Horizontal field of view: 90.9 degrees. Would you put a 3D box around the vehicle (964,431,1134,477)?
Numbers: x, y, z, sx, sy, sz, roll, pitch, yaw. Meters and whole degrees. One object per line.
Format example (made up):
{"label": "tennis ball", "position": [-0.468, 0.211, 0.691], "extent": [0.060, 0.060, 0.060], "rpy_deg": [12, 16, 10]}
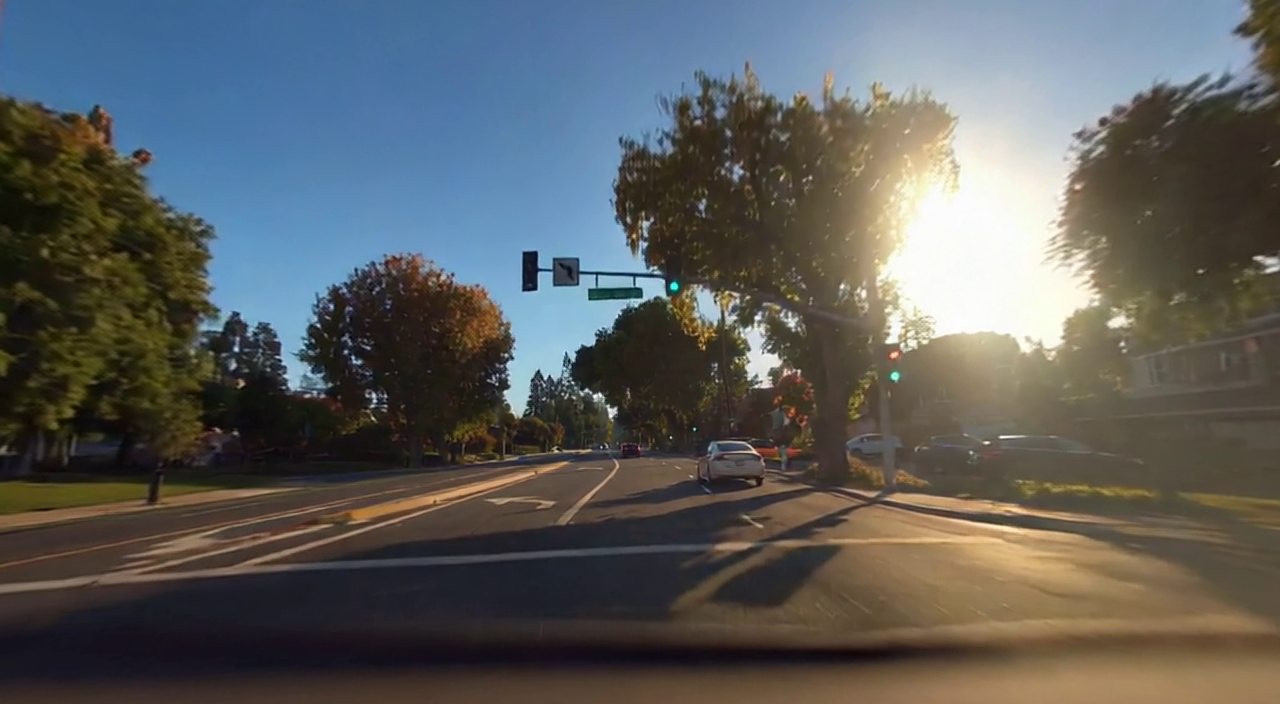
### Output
{"label": "vehicle", "position": [14.279, 3.589, 22.269], "extent": [4.514, 1.546, 2.044], "rpy_deg": [-1, -8, 4]}

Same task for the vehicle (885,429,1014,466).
{"label": "vehicle", "position": [13.639, 4.232, 27.985], "extent": [4.689, 1.583, 1.947], "rpy_deg": [0, -8, -1]}

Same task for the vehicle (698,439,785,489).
{"label": "vehicle", "position": [3.202, 3.630, 20.857], "extent": [2.134, 1.476, 4.327], "rpy_deg": [0, -8, -1]}
